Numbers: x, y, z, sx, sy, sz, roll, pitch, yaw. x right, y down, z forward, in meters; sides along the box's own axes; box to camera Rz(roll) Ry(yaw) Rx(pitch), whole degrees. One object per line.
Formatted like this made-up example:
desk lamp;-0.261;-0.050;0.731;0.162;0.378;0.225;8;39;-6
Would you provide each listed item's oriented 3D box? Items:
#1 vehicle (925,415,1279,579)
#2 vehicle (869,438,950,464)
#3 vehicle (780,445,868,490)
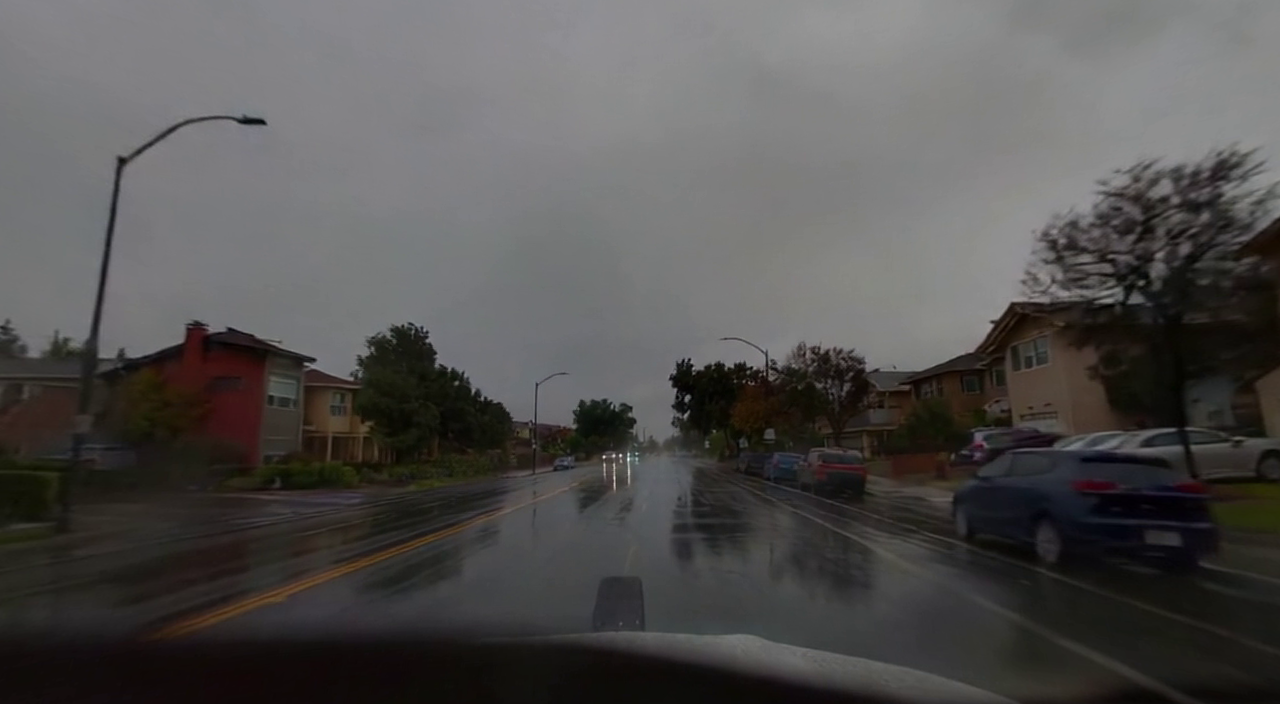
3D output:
vehicle;5.966;1.819;8.594;1.971;1.558;4.895;-1;-10;1
vehicle;17.238;6.392;40.595;4.293;1.640;1.861;0;-10;2
vehicle;6.815;4.309;23.927;1.938;1.464;4.390;-1;-8;0
